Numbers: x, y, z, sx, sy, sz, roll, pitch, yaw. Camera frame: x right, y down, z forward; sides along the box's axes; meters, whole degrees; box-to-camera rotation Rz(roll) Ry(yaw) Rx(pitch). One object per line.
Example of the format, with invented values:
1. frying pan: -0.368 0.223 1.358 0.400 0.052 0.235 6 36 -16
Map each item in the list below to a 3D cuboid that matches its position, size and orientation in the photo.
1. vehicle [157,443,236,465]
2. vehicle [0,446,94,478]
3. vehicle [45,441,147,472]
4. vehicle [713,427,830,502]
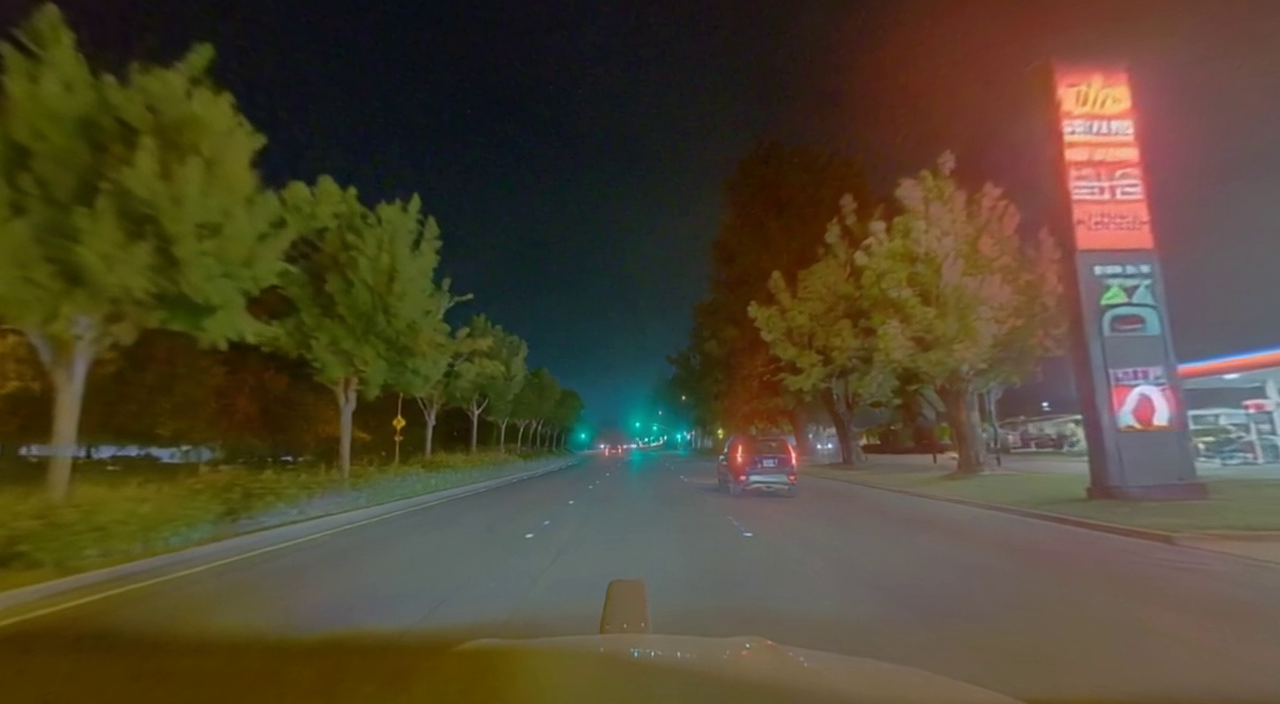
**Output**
1. vehicle: -31.840 7.314 45.345 4.088 1.506 2.073 0 -8 1
2. vehicle: -32.349 5.984 34.370 3.472 1.423 1.760 -4 -8 0
3. vehicle: -32.273 6.197 37.463 4.290 1.457 2.056 -3 -7 1
4. vehicle: 3.446 3.059 17.625 2.151 1.771 4.792 0 -8 -1
